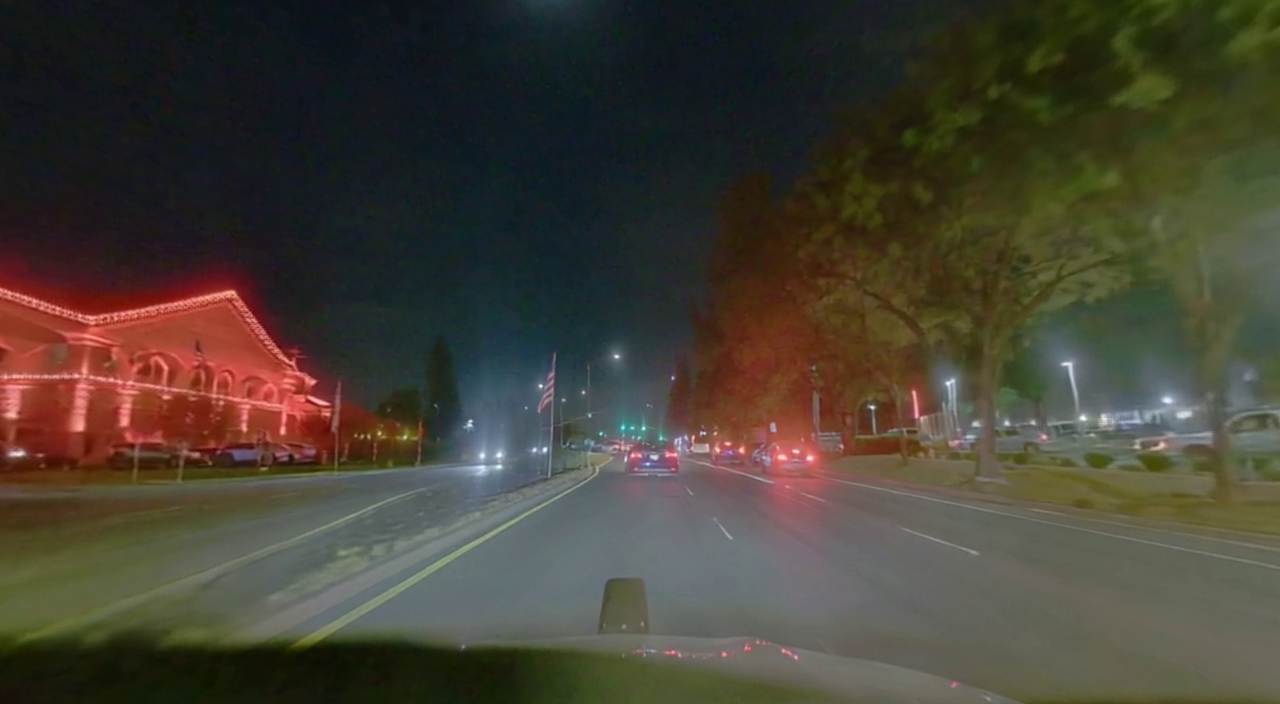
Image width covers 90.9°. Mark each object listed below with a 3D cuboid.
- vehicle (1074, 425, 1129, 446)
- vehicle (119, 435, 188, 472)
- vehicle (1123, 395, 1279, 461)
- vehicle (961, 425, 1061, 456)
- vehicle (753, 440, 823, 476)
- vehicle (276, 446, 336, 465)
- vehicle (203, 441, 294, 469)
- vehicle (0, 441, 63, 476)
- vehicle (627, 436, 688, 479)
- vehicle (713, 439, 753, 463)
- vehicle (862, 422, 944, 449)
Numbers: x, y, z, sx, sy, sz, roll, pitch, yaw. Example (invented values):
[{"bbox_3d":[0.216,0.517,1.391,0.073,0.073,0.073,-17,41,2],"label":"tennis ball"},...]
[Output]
[{"bbox_3d":[33.131,6.048,45.382,1.797,1.426,4.346,-3,-9,17],"label":"vehicle"},{"bbox_3d":[-28.834,5.945,37.255,5.346,1.985,2.207,-8,-11,42],"label":"vehicle"},{"bbox_3d":[19.294,2.441,19.918,6.173,1.962,2.208,0,-9,0],"label":"vehicle"},{"bbox_3d":[19.669,4.699,33.513,4.059,1.563,1.995,1,-9,-2],"label":"vehicle"},{"bbox_3d":[6.606,4.791,28.663,2.016,1.479,4.532,0,-9,-1],"label":"vehicle"},{"bbox_3d":[-25.742,7.957,48.628,3.574,1.399,1.754,0,-9,1],"label":"vehicle"},{"bbox_3d":[-26.800,7.036,43.266,4.853,1.788,2.059,0,-8,1],"label":"vehicle"},{"bbox_3d":[-32.432,5.595,33.471,5.148,1.674,2.163,-8,-11,44],"label":"vehicle"},{"bbox_3d":[0.555,3.982,23.996,2.091,1.472,4.697,0,-9,-1],"label":"vehicle"},{"bbox_3d":[6.626,7.116,45.433,2.105,1.646,4.612,0,-9,-2],"label":"vehicle"},{"bbox_3d":[19.615,6.273,47.140,5.117,1.905,2.075,0,-9,0],"label":"vehicle"}]
